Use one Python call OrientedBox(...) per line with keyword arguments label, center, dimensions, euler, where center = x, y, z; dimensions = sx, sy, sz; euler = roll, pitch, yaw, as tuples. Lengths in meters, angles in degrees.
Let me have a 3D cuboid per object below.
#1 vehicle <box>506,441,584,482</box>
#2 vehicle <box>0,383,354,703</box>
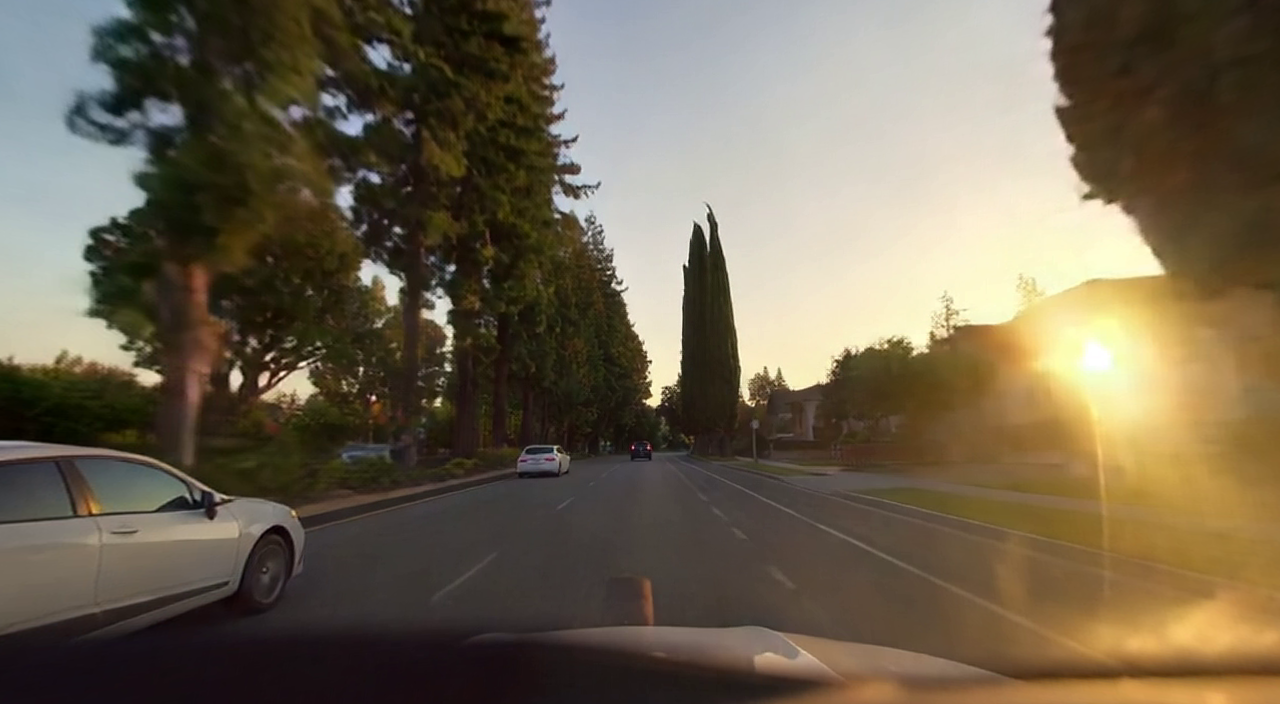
OrientedBox(label="vehicle", center=(-3.671, 4.345, 25.335), dimensions=(2.188, 1.473, 4.651), euler=(-1, -9, 3))
OrientedBox(label="vehicle", center=(-4.132, 1.085, 4.018), dimensions=(2.190, 1.545, 4.943), euler=(0, -9, 1))
